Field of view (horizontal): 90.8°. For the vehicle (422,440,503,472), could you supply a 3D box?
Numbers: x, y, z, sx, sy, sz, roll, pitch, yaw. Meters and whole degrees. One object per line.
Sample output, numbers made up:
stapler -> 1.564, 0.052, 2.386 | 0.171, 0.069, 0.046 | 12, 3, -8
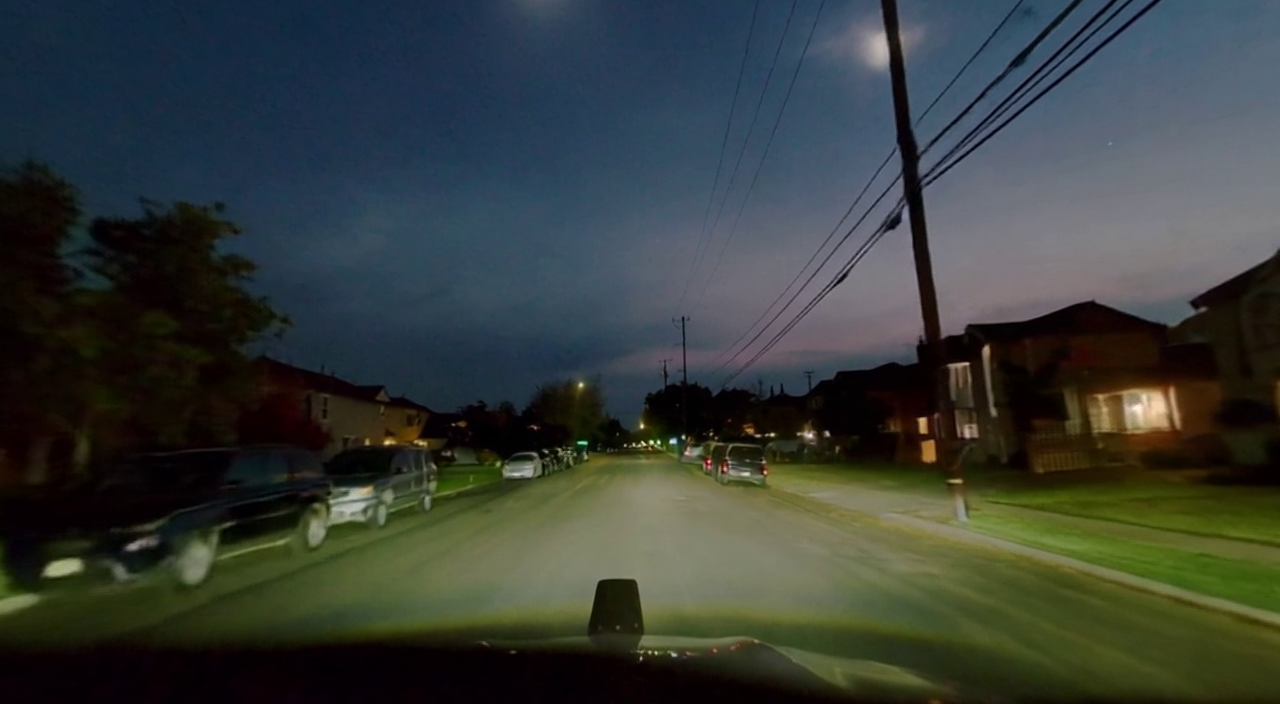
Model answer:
vehicle -> -12.751, 7.523, 45.673 | 5.096, 2.213, 2.354 | 1, -10, -3

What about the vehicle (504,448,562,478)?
vehicle -> -5.786, 6.076, 34.699 | 2.199, 1.439, 4.757 | -2, -10, 2

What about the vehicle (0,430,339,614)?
vehicle -> -5.929, 1.997, 8.288 | 2.035, 1.736, 3.955 | -2, -9, 0

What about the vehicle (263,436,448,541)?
vehicle -> -5.861, 2.831, 13.727 | 1.989, 1.756, 4.378 | -4, -9, 0

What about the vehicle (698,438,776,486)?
vehicle -> 3.665, 4.236, 24.710 | 2.247, 1.618, 4.655 | 2, -8, -1
